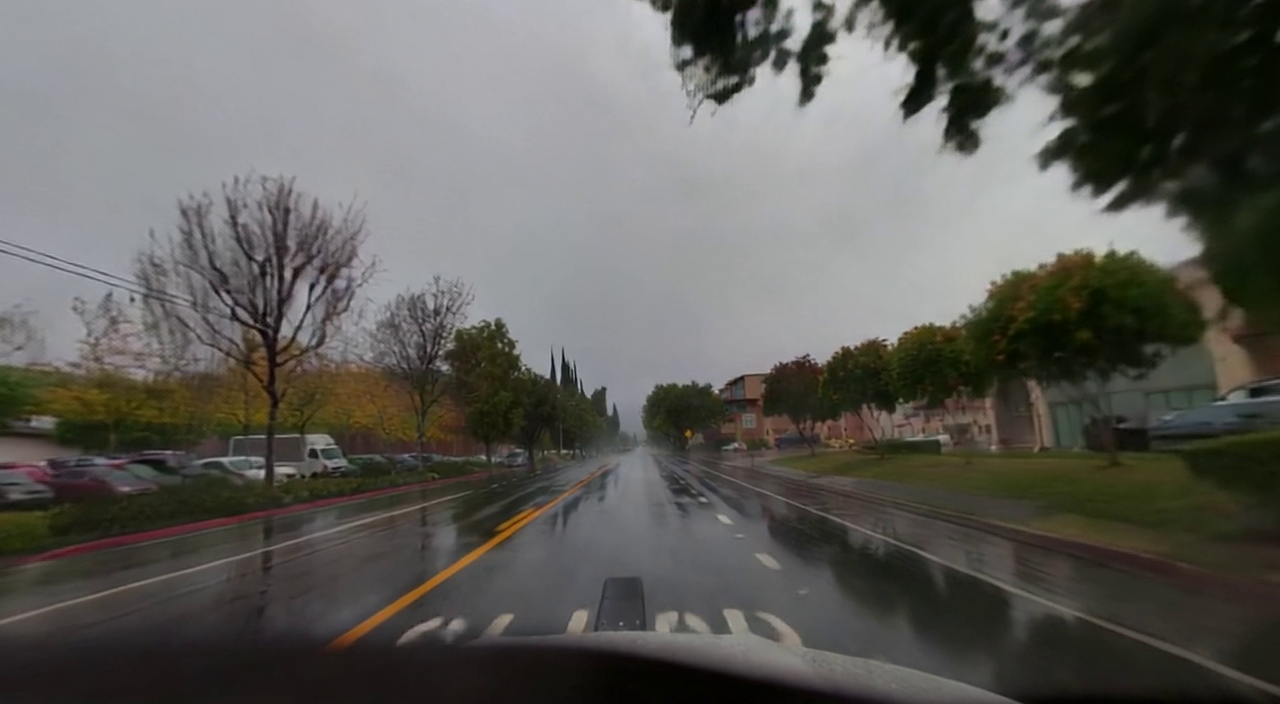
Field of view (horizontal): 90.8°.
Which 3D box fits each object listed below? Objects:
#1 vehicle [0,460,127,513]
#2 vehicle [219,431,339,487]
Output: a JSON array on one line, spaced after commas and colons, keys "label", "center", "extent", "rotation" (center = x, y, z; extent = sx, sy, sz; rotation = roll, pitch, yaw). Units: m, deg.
[{"label": "vehicle", "center": [-18.670, 4.192, 20.015], "extent": [4.039, 1.482, 1.832], "rotation": [-4, -9, 20]}, {"label": "vehicle", "center": [-19.411, 5.720, 33.961], "extent": [5.971, 2.749, 2.293], "rotation": [-4, -9, 23]}]
